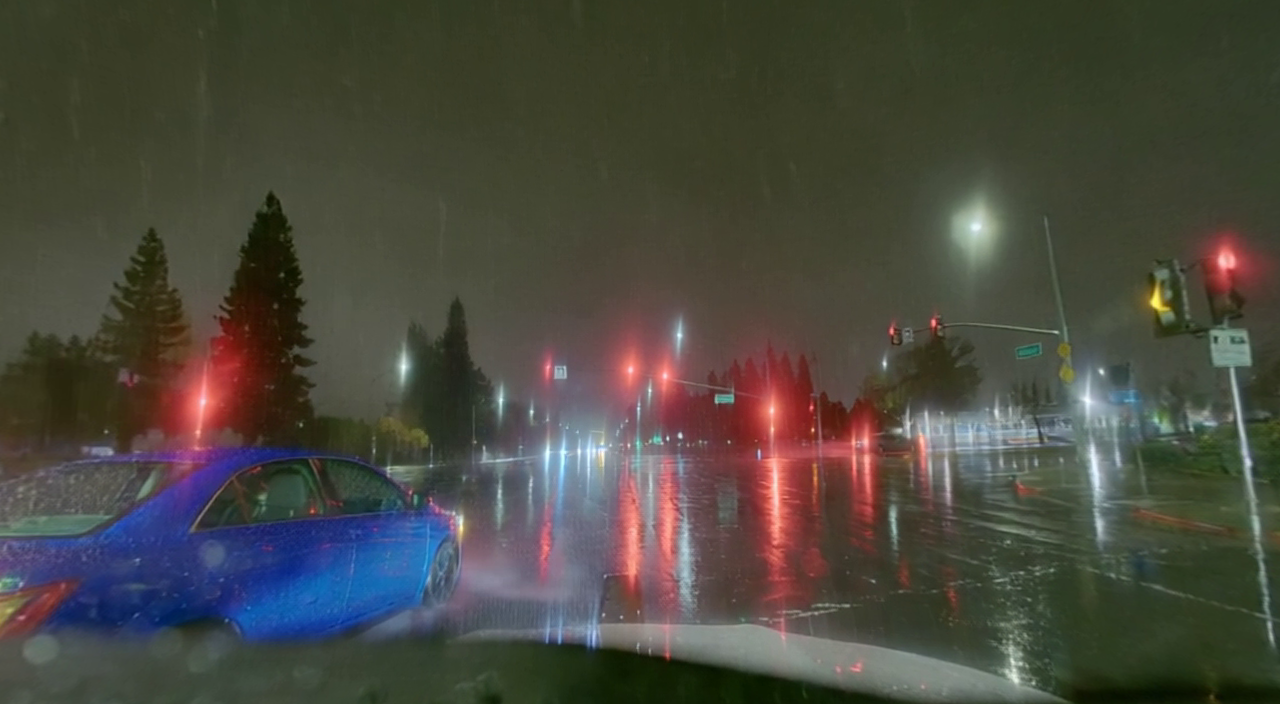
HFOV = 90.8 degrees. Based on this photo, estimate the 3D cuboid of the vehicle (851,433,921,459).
[{"bbox_3d":[17.625,6.734,45.230,4.600,1.783,1.970,4,-10,-26],"label":"vehicle"}]
